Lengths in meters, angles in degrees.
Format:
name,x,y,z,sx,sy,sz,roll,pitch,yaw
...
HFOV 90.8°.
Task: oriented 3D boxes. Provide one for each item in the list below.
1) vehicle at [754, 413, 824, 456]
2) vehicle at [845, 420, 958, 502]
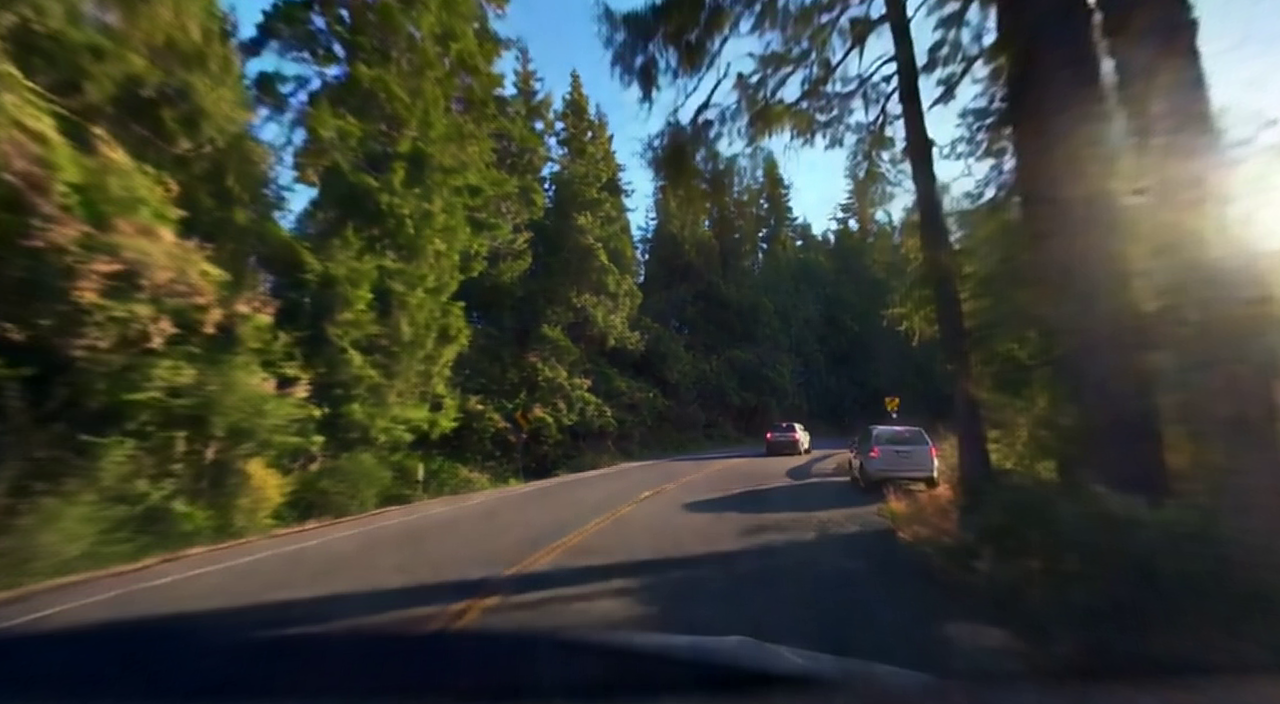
name,x,y,z,sx,sy,sz,roll,pitch,yaw
vehicle,7.597,4.183,31.748,2.469,1.953,5.605,-4,-9,23
vehicle,6.512,2.747,16.272,2.172,1.773,4.601,-3,-9,17
